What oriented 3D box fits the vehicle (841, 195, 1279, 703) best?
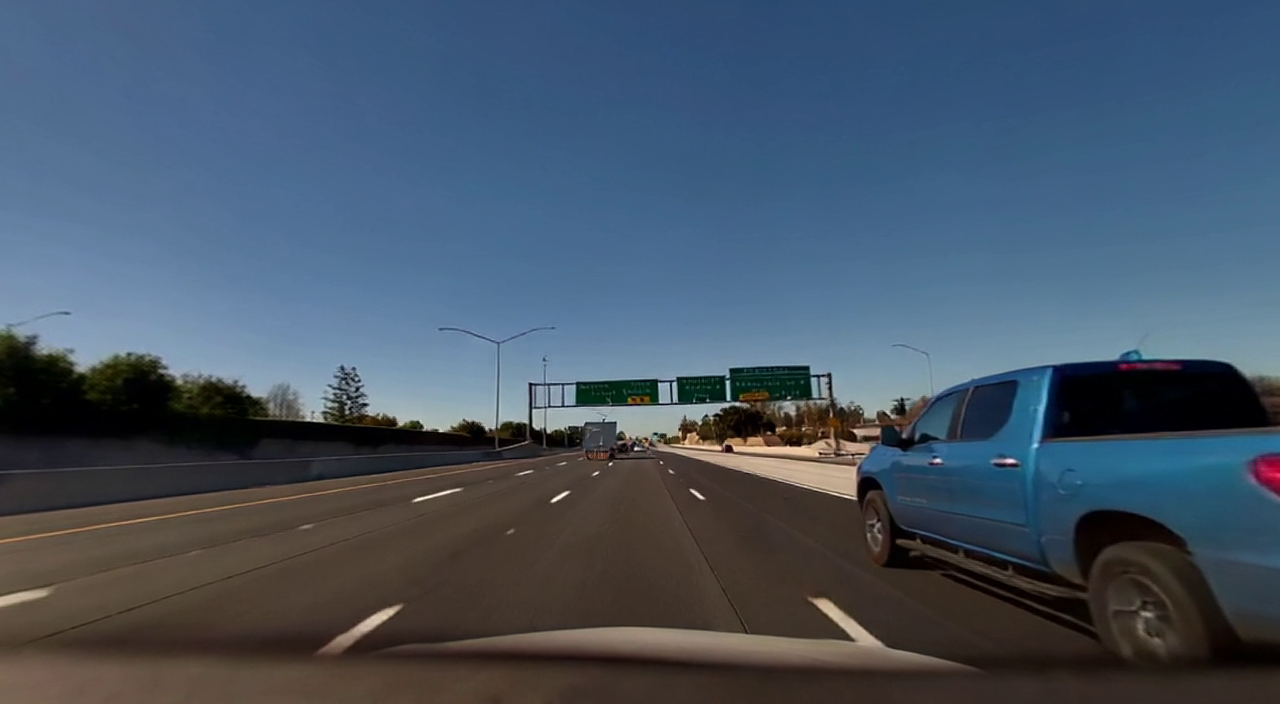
[{"bbox_3d":[3.593,0.777,4.034,2.593,2.110,6.016,0,-9,0],"label":"vehicle"}]
